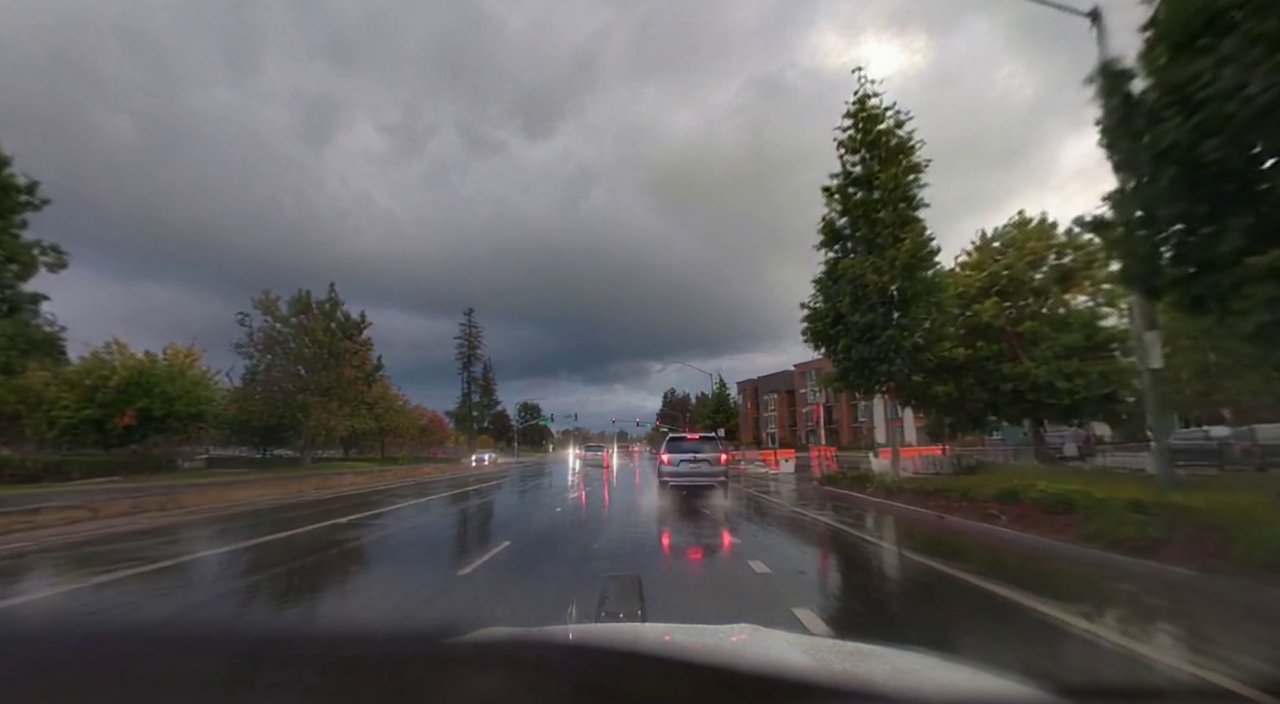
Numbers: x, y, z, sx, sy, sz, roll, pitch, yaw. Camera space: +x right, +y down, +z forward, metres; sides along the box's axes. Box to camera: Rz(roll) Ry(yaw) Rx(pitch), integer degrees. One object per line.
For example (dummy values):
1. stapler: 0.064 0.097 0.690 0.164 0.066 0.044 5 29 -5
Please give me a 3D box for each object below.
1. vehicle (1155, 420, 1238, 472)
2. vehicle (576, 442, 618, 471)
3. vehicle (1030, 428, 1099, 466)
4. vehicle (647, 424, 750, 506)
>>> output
1. vehicle: 20.396 3.434 23.086 1.960 1.678 4.435 -8 -11 43
2. vehicle: -2.519 6.236 37.919 2.121 1.654 3.993 0 -8 1
3. vehicle: 20.209 4.510 29.990 1.926 1.680 4.410 -8 -11 42
4. vehicle: 1.350 2.884 16.560 2.197 1.835 4.316 0 -8 -1
